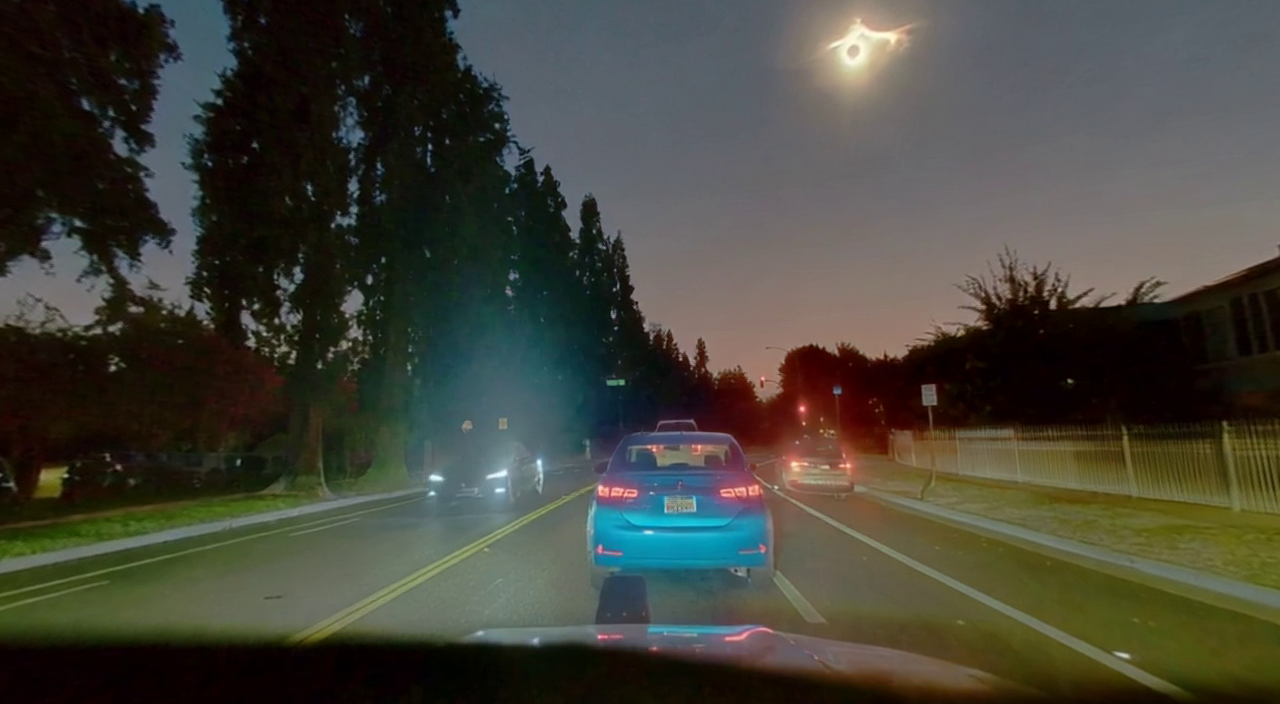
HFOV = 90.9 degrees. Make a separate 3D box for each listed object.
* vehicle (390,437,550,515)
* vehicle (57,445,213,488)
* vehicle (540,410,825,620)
[{"bbox_3d":[-3.623,2.723,14.446,2.060,1.479,4.462,-1,-8,6],"label":"vehicle"},{"bbox_3d":[-18.091,4.098,22.715,4.069,1.445,2.063,-2,-9,9],"label":"vehicle"},{"bbox_3d":[0.350,1.482,6.645,2.070,1.516,3.936,0,-8,1],"label":"vehicle"}]
